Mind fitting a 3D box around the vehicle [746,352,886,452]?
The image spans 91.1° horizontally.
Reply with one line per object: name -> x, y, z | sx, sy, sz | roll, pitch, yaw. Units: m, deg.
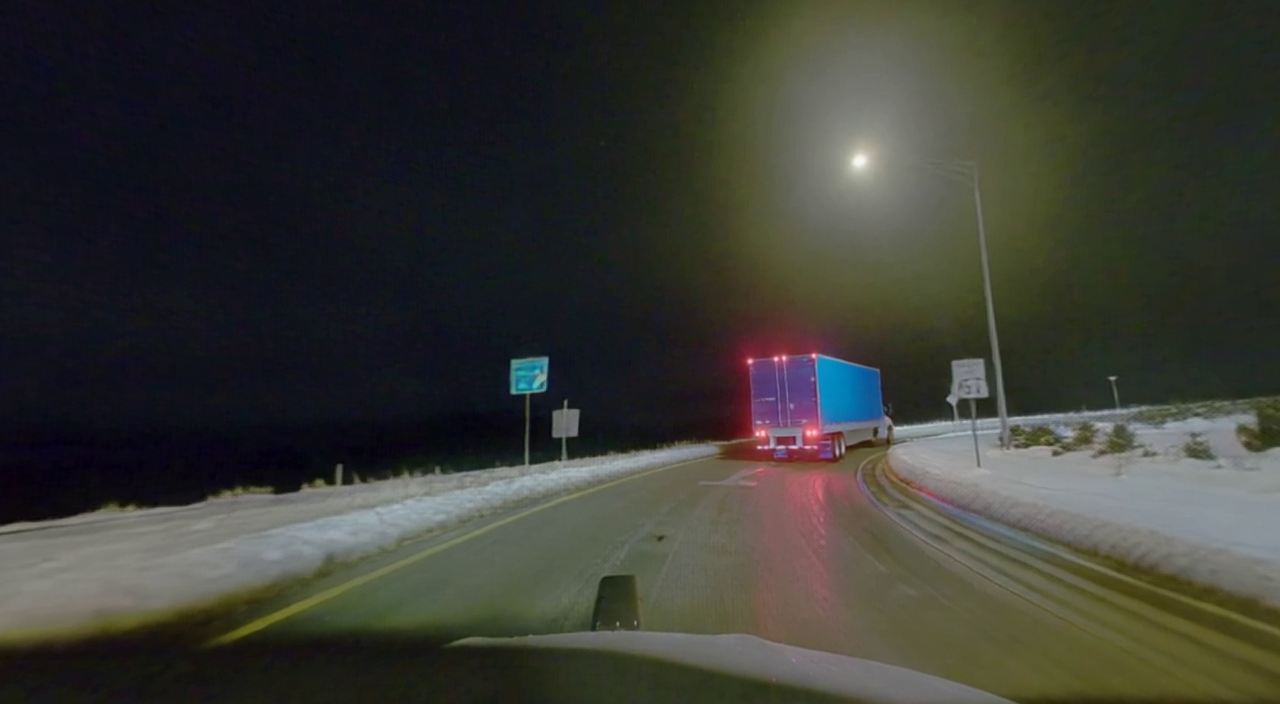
vehicle -> 8.313, 2.534, 28.335 | 2.837, 3.712, 10.484 | -5, -9, 33
